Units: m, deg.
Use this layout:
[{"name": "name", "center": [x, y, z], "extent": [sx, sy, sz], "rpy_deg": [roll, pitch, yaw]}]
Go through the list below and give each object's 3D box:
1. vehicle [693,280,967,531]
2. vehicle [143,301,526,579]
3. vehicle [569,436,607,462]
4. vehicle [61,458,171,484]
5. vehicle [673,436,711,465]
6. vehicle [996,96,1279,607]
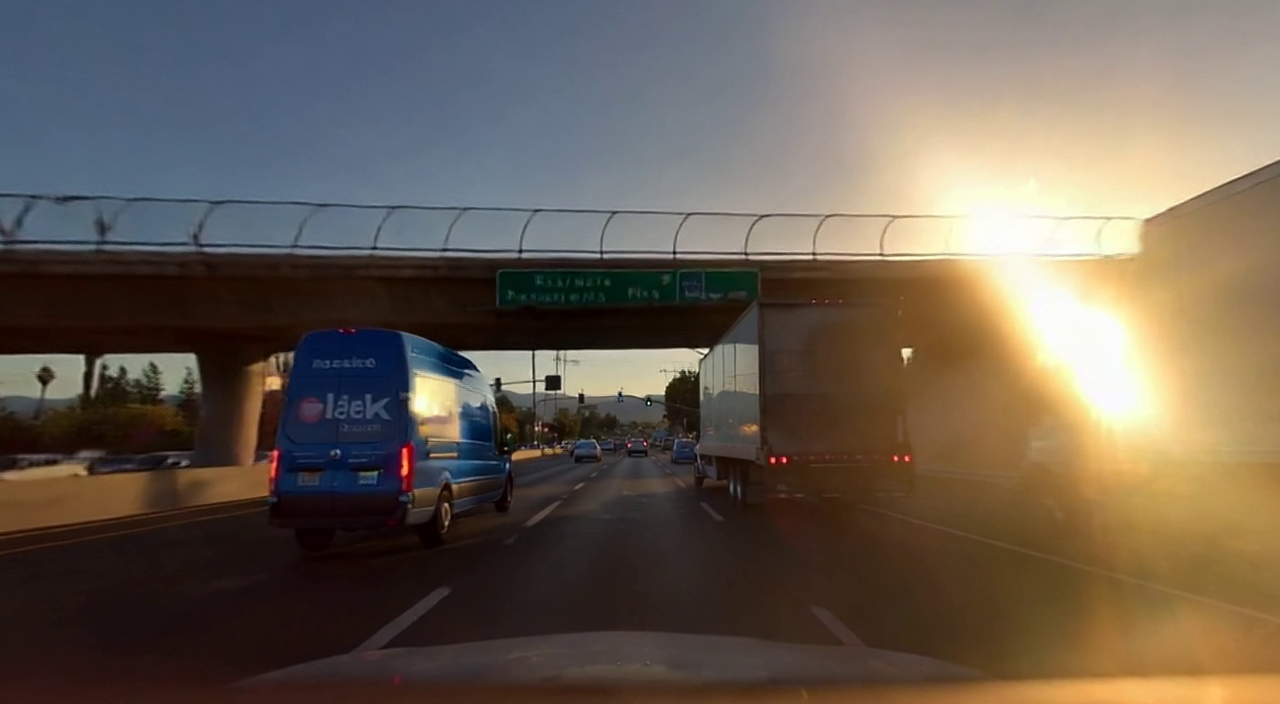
[{"name": "vehicle", "center": [3.029, 1.449, 13.768], "extent": [2.861, 3.525, 9.858], "rpy_deg": [0, -9, 0]}, {"name": "vehicle", "center": [-3.629, 1.345, 9.626], "extent": [2.443, 2.784, 6.493], "rpy_deg": [0, -9, 1]}, {"name": "vehicle", "center": [-3.776, 7.191, 46.790], "extent": [2.356, 1.766, 5.674], "rpy_deg": [0, -9, 0]}, {"name": "vehicle", "center": [-31.442, 7.131, 38.113], "extent": [4.630, 1.412, 2.019], "rpy_deg": [4, -10, -25]}, {"name": "vehicle", "center": [3.121, 6.042, 38.796], "extent": [1.869, 1.616, 4.346], "rpy_deg": [0, -9, -1]}, {"name": "vehicle", "center": [6.852, -0.706, 0.734], "extent": [2.926, 4.221, 16.975], "rpy_deg": [0, -9, 0]}]
